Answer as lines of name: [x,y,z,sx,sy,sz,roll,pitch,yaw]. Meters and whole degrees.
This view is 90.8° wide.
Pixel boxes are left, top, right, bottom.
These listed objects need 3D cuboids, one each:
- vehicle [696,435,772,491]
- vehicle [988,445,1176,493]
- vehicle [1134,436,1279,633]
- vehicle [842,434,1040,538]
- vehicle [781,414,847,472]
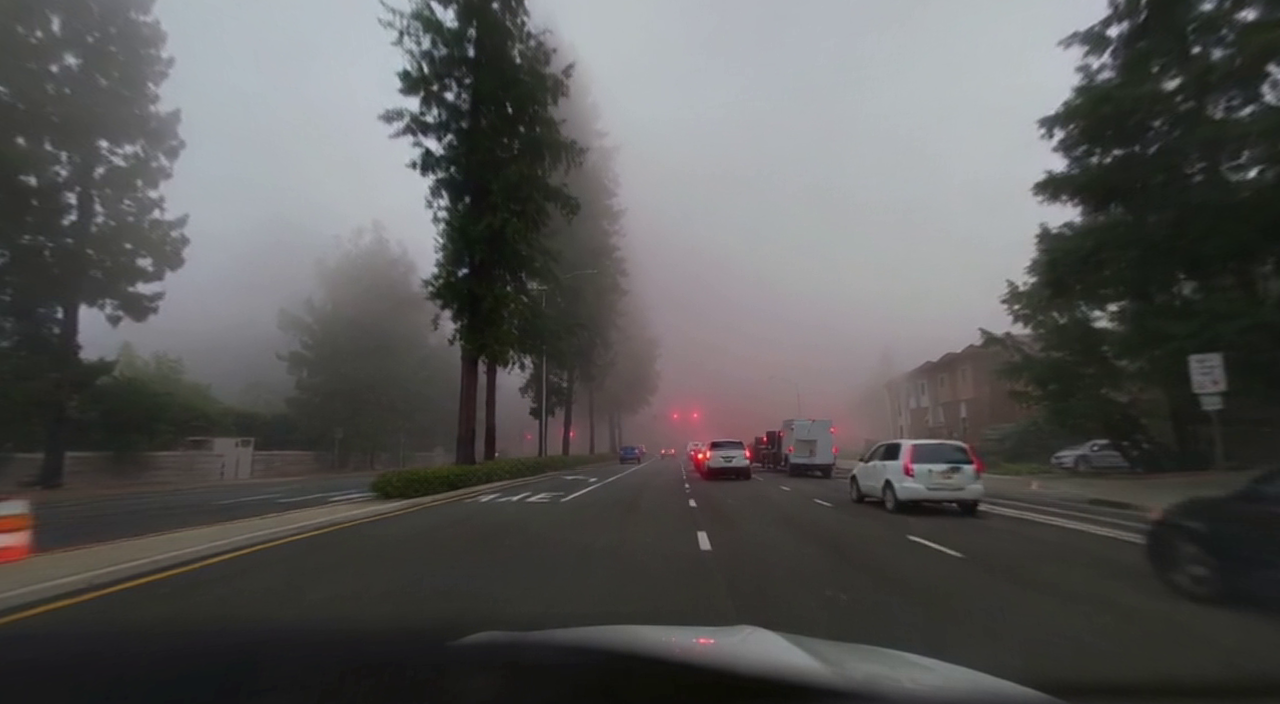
vehicle: [3.081,3.743,21.643,2.052,1.693,4.554,0,-9,2]
vehicle: [14.678,3.898,21.221,4.755,1.500,1.959,0,-9,2]
vehicle: [5.785,1.303,4.231,1.915,1.480,3.925,0,-9,4]
vehicle: [5.890,2.598,13.106,1.803,1.754,4.480,1,-8,-1]
vehicle: [7.460,3.955,27.441,1.933,2.309,3.468,-1,-9,2]
